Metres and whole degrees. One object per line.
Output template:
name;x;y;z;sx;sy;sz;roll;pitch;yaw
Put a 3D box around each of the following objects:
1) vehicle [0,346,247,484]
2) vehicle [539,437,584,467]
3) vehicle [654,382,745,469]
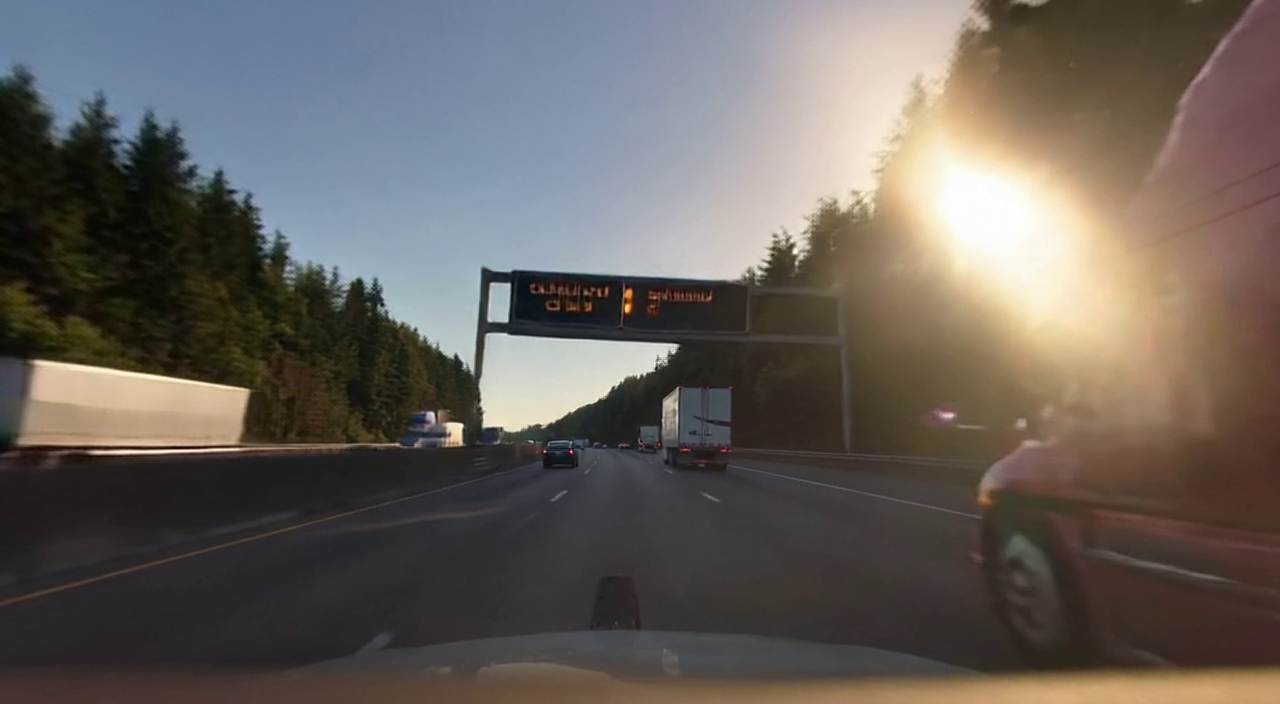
vehicle;-20.829;2.634;23.878;3.204;4.048;14.112;0;-8;-2
vehicle;-4.549;5.877;37.050;2.206;1.644;4.027;0;-8;-1
vehicle;2.877;4.337;35.793;3.116;3.992;13.748;0;-8;-3
